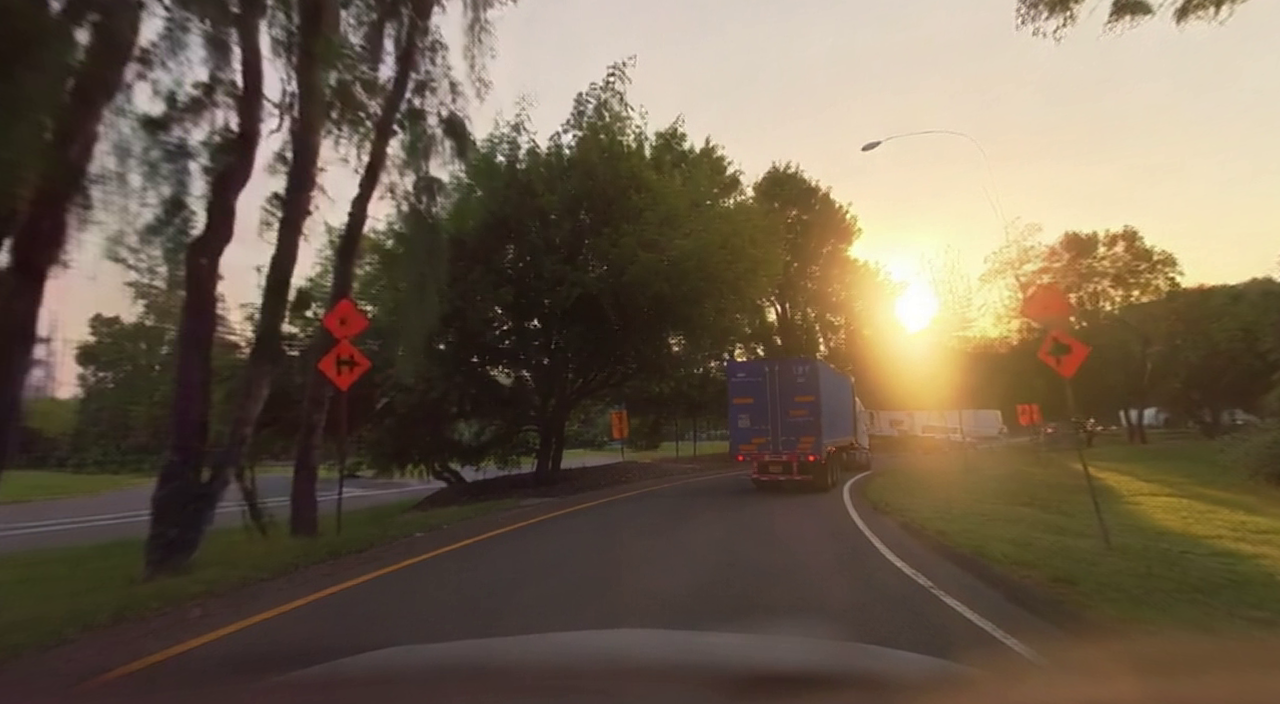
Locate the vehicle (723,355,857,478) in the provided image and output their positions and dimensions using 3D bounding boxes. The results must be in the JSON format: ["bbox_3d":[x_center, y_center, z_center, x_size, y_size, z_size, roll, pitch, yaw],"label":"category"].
[{"bbox_3d":[5.963,2.536,23.539,2.937,3.647,9.344,-4,-9,24],"label":"vehicle"}]
